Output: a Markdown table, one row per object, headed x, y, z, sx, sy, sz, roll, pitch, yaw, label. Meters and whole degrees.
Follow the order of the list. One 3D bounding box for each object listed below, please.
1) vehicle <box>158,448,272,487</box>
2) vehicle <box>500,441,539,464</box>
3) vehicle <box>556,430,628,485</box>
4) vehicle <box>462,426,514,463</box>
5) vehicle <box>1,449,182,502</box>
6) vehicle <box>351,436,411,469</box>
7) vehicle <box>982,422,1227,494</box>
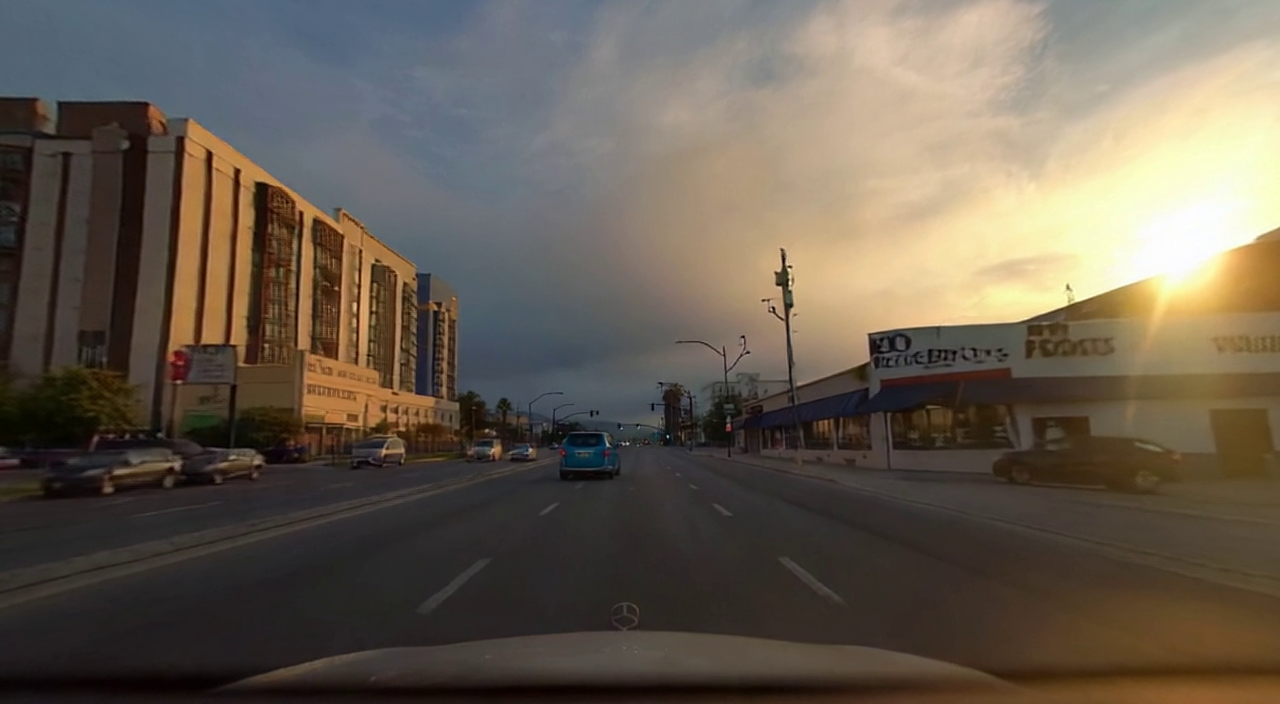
| x | y | z | sx | sy | sz | roll | pitch | yaw | label |
| --- | --- | --- | --- | --- | --- | --- | --- | --- | --- |
| -17.797 | 4.821 | 26.649 | 1.840 | 1.508 | 4.376 | 0 | -8 | -1 | vehicle |
| -8.301 | 6.966 | 43.789 | 1.899 | 1.495 | 4.093 | 0 | -8 | 0 | vehicle |
| -1.556 | 3.628 | 21.898 | 2.080 | 1.722 | 3.766 | 0 | -8 | 2 | vehicle |
| -11.755 | 7.236 | 49.101 | 2.556 | 2.673 | 5.915 | 0 | -8 | 0 | vehicle |
| -17.806 | 3.985 | 20.808 | 1.852 | 1.481 | 4.660 | 0 | -8 | -1 | vehicle |
| -17.954 | 6.955 | 43.863 | 2.112 | 2.138 | 4.888 | 0 | -8 | 0 | vehicle |
| 14.812 | 3.413 | 20.638 | 2.589 | 1.989 | 5.779 | 4 | -9 | -26 | vehicle |
